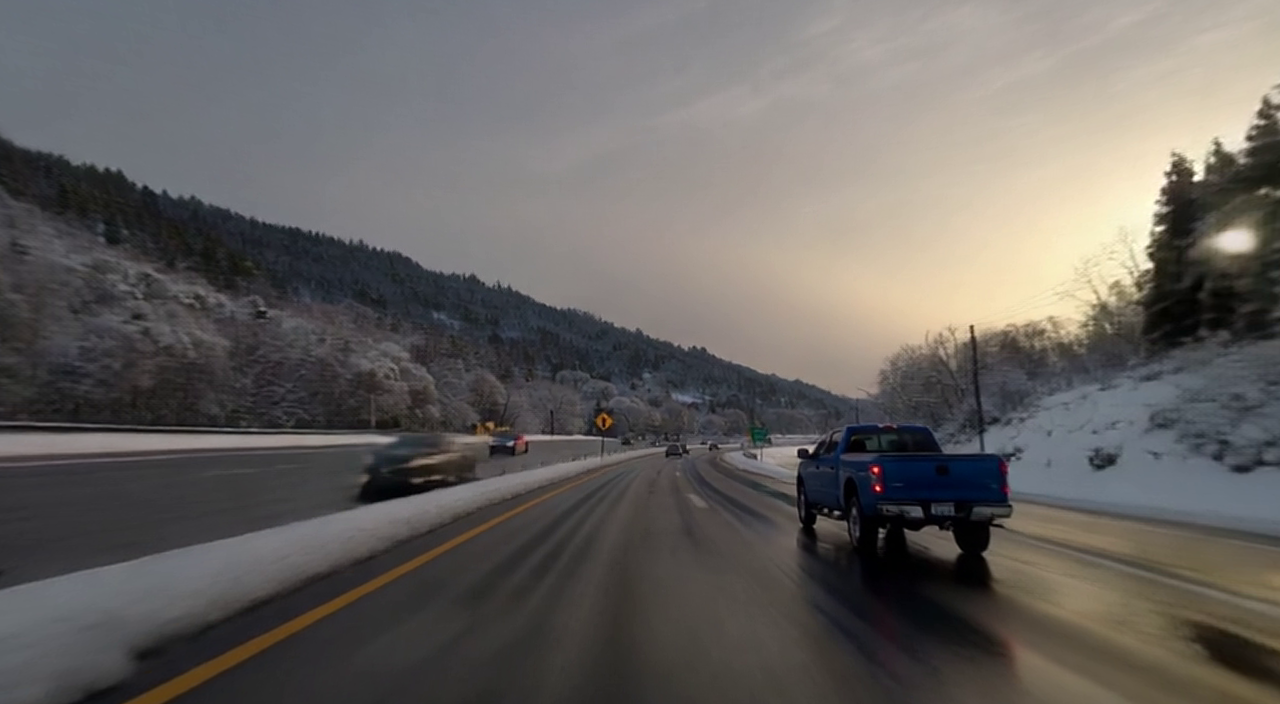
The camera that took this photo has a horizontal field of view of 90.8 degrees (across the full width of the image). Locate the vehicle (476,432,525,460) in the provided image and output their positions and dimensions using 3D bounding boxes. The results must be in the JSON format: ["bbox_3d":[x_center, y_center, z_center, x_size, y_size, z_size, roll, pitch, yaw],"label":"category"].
[{"bbox_3d":[-9.224,6.292,42.181,2.011,1.723,4.375,0,-9,3],"label":"vehicle"}]

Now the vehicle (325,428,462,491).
[{"bbox_3d":[-6.750,3.011,17.959,1.990,1.533,4.572,0,-9,1],"label":"vehicle"}]

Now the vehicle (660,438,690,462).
[{"bbox_3d":[2.779,7.703,49.669,2.186,1.782,4.100,0,-9,4],"label":"vehicle"}]

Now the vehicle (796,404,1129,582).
[{"bbox_3d":[3.809,1.775,8.738,2.151,1.744,4.709,0,-9,1],"label":"vehicle"}]
